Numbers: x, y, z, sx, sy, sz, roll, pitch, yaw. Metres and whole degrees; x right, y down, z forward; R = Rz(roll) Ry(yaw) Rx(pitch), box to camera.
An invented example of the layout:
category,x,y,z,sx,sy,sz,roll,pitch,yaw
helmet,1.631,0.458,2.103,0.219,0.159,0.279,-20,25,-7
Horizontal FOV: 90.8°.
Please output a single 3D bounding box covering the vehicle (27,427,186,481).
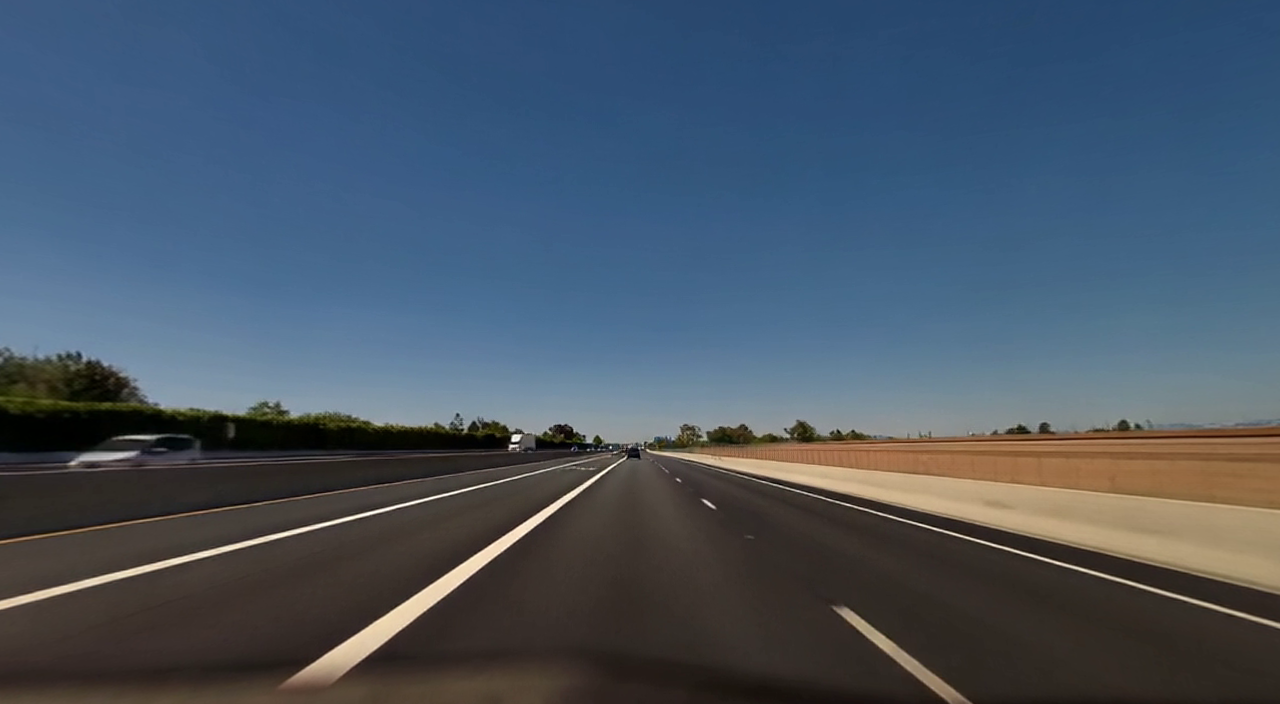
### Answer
category,x,y,z,sx,sy,sz,roll,pitch,yaw
vehicle,-19.601,3.777,23.506,2.016,1.787,4.393,0,-9,0
